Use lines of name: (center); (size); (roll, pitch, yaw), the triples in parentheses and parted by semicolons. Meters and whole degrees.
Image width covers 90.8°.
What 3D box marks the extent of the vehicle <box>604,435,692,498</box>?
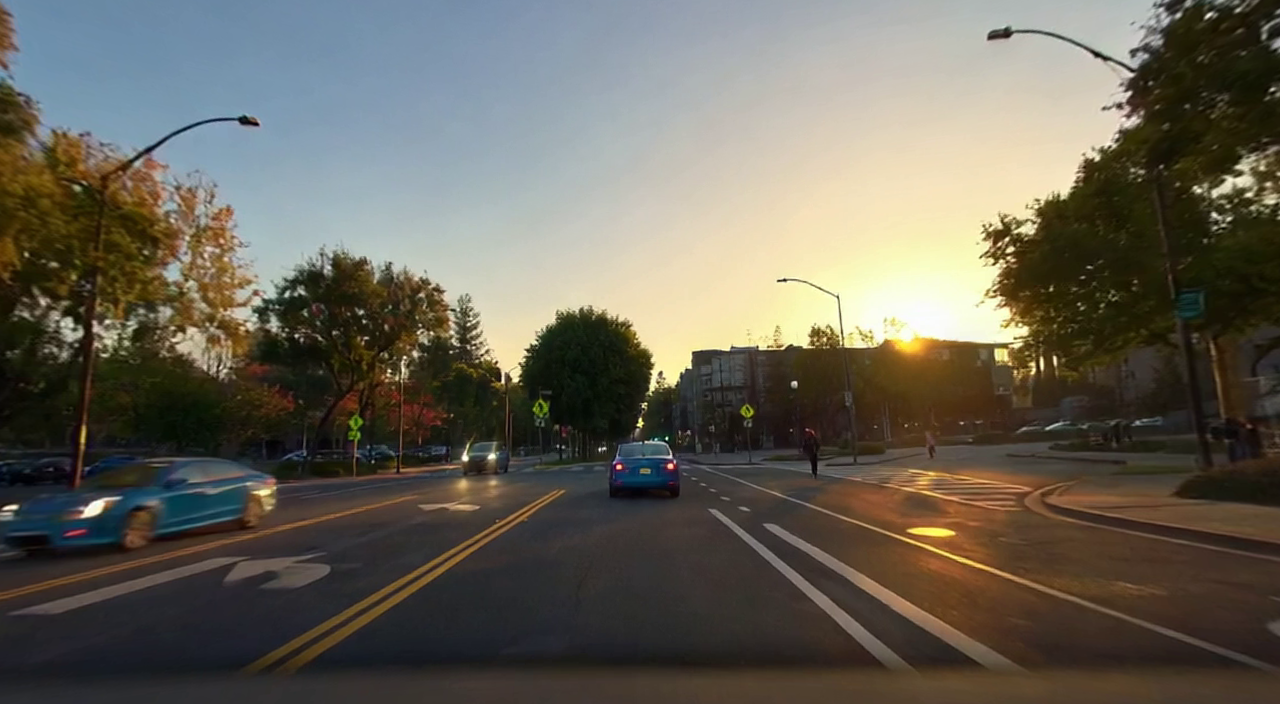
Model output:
vehicle: (0.163, 3.210, 18.181); (2.221, 1.570, 4.398); (0, -8, -1)

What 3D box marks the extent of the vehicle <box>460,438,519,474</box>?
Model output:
vehicle: (-8.600, 5.992, 36.582); (2.179, 1.933, 5.034); (0, -8, 0)

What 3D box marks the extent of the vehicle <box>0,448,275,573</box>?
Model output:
vehicle: (-8.262, 2.336, 10.230); (2.039, 1.532, 4.470); (0, -8, 0)
